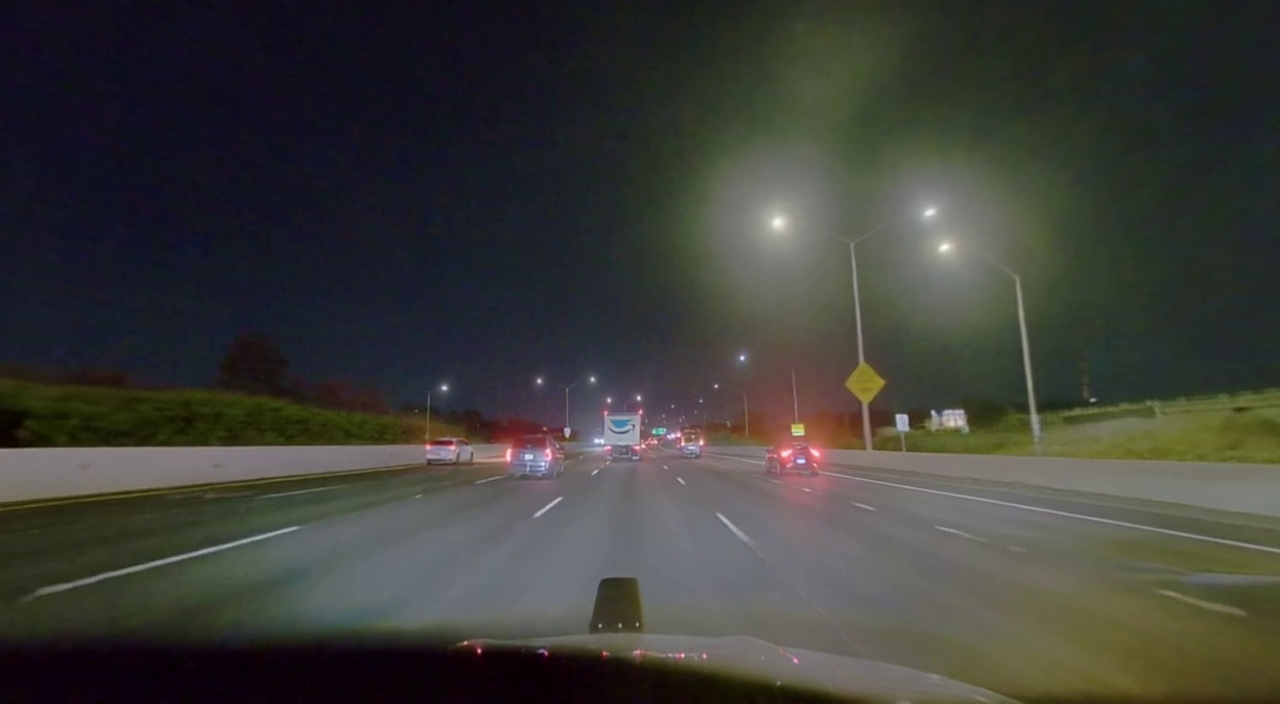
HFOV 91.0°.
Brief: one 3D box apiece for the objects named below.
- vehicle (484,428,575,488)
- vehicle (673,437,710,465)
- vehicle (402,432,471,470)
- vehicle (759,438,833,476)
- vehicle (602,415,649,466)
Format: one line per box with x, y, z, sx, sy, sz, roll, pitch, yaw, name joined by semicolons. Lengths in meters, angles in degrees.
-3.413;3.362;20.289;2.095;1.688;4.188;0;-8;1;vehicle
3.278;6.357;40.612;2.067;1.654;3.985;0;-8;0;vehicle
-10.130;4.957;31.683;2.023;1.739;4.229;0;-8;0;vehicle
6.753;4.606;27.830;1.970;1.499;4.491;1;-8;-2;vehicle
-0.722;5.178;36.657;2.456;2.705;6.251;0;-8;2;vehicle
